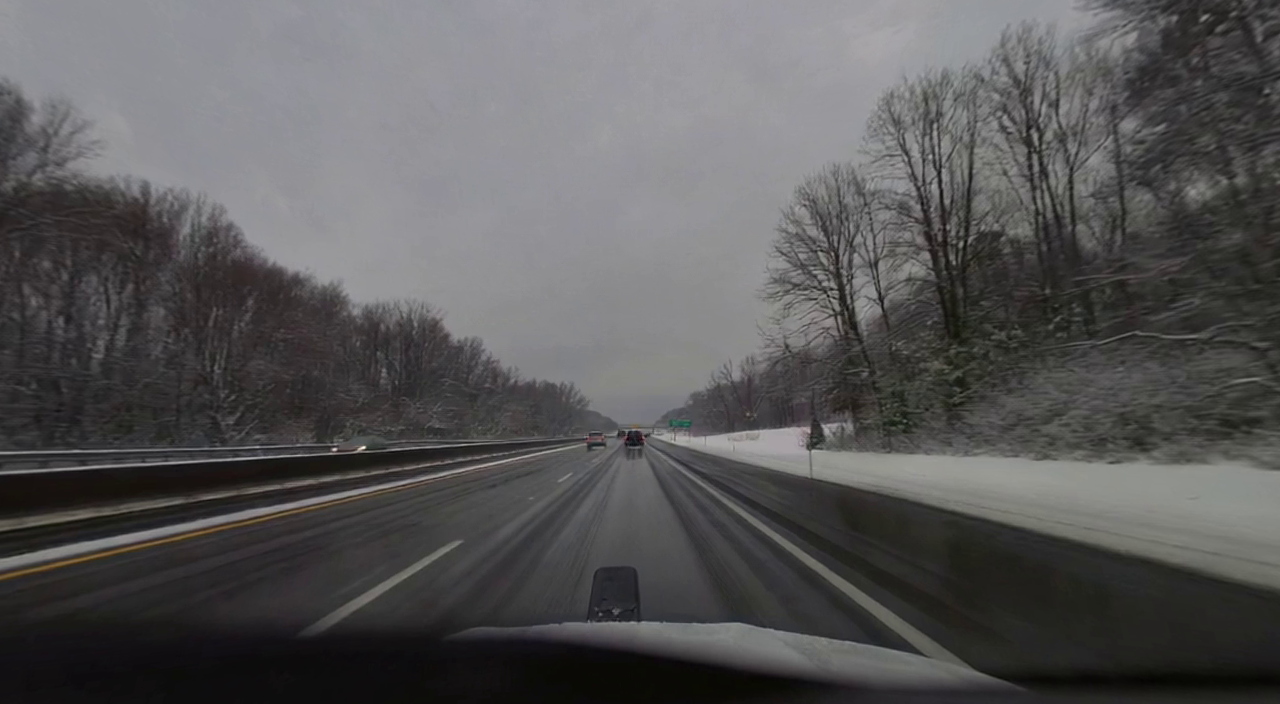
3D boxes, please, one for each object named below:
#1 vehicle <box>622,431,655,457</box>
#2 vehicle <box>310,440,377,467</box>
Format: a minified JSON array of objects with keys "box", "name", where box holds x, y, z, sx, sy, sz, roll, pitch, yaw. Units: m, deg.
[{"box":[-0.110,6.185,42.371,2.134,1.654,4.174,0,-8,0],"name":"vehicle"},{"box":[-17.534,6.004,37.521,1.935,1.459,4.250,0,-8,0],"name":"vehicle"}]
